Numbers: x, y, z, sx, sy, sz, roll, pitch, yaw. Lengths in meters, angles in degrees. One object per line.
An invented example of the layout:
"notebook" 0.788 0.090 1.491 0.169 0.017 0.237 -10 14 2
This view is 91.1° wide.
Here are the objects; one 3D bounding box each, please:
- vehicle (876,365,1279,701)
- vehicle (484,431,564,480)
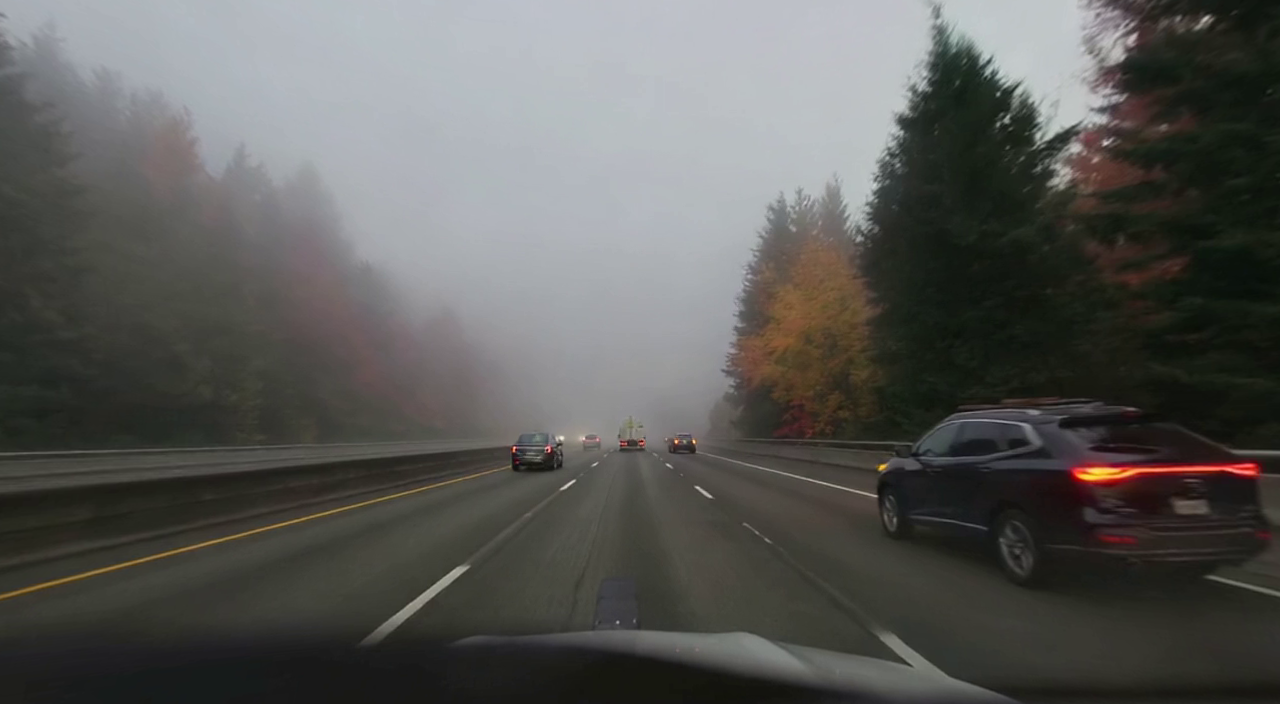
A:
"vehicle" 3.885 1.192 5.384 1.962 1.680 4.298 0 -8 -1
"vehicle" -3.840 3.494 21.574 2.027 1.501 3.920 0 -8 0
